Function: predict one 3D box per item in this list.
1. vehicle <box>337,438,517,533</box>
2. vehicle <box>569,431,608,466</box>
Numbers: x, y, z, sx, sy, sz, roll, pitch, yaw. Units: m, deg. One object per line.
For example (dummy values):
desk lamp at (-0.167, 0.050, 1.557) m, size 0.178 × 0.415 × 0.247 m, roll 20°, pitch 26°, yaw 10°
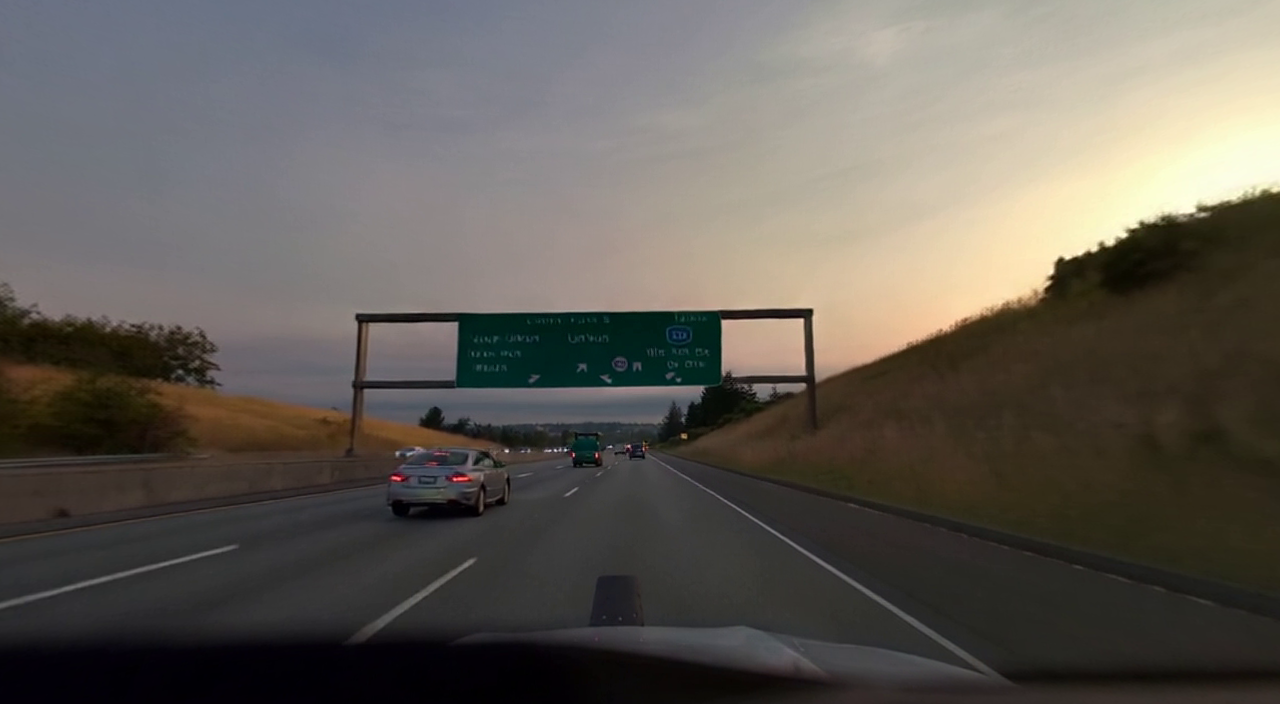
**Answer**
vehicle at (-3.652, 2.351, 11.676) m, size 1.924 × 1.436 × 3.915 m, roll 0°, pitch -9°, yaw 0°
vehicle at (-3.722, 7.147, 46.632) m, size 2.290 × 2.453 × 5.561 m, roll 0°, pitch -9°, yaw 1°
